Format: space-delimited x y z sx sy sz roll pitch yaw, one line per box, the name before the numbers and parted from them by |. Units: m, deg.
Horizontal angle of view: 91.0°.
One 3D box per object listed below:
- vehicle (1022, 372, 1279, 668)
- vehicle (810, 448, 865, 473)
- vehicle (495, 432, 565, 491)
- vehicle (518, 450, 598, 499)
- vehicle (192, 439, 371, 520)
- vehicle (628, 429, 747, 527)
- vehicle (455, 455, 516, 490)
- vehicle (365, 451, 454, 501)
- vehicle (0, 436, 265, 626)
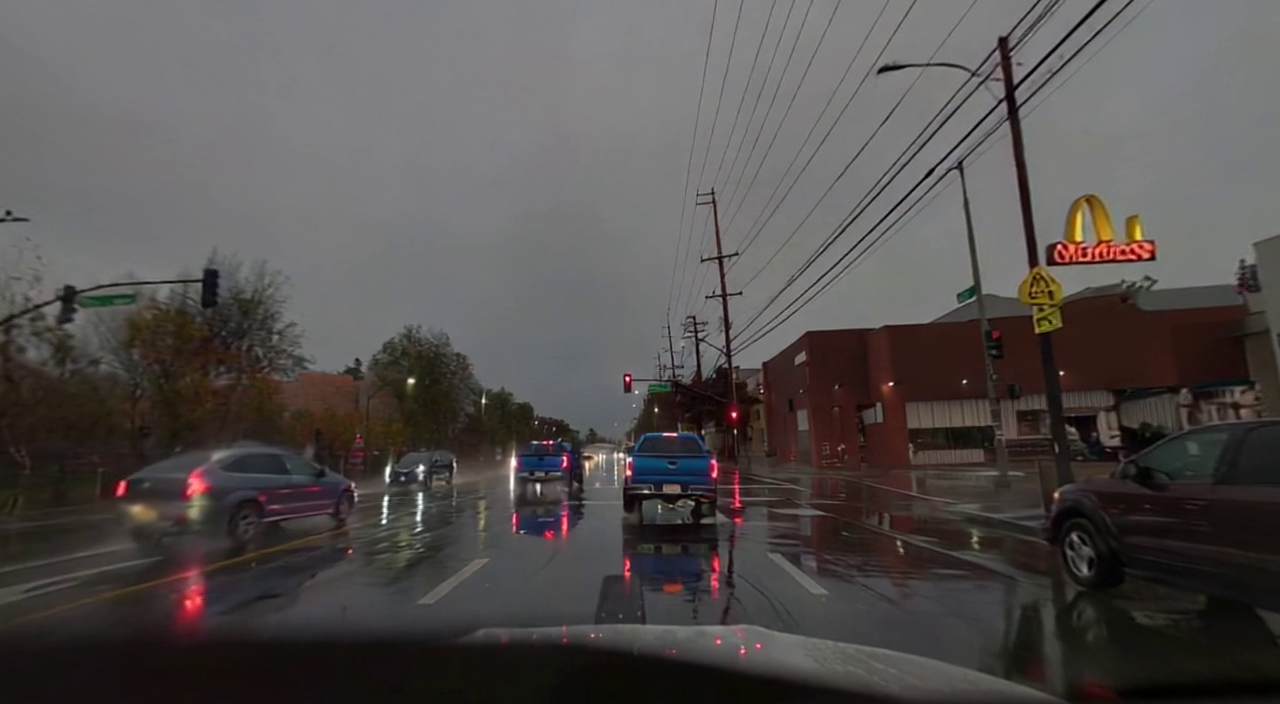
vehicle | 5.001 1.121 4.376 1.974 1.823 4.576 0 -9 3
vehicle | 13.078 7.221 42.070 2.075 1.556 4.585 1 -9 -2
vehicle | -6.066 6.157 35.827 2.619 2.948 7.193 0 -9 0
vehicle | -2.848 4.390 22.984 1.995 1.554 4.618 0 -9 4
vehicle | -9.853 3.509 18.023 2.081 1.925 5.632 1 -9 -4
vehicle | 1.057 2.583 13.514 2.089 1.699 4.650 -1 -9 6
vehicle | -9.399 7.349 38.823 2.231 1.902 5.775 0 -9 0
vehicle | -9.170 4.928 25.476 1.961 1.814 4.418 0 -9 -1
vehicle | -6.263 1.666 6.465 1.994 1.551 4.414 0 -9 1
